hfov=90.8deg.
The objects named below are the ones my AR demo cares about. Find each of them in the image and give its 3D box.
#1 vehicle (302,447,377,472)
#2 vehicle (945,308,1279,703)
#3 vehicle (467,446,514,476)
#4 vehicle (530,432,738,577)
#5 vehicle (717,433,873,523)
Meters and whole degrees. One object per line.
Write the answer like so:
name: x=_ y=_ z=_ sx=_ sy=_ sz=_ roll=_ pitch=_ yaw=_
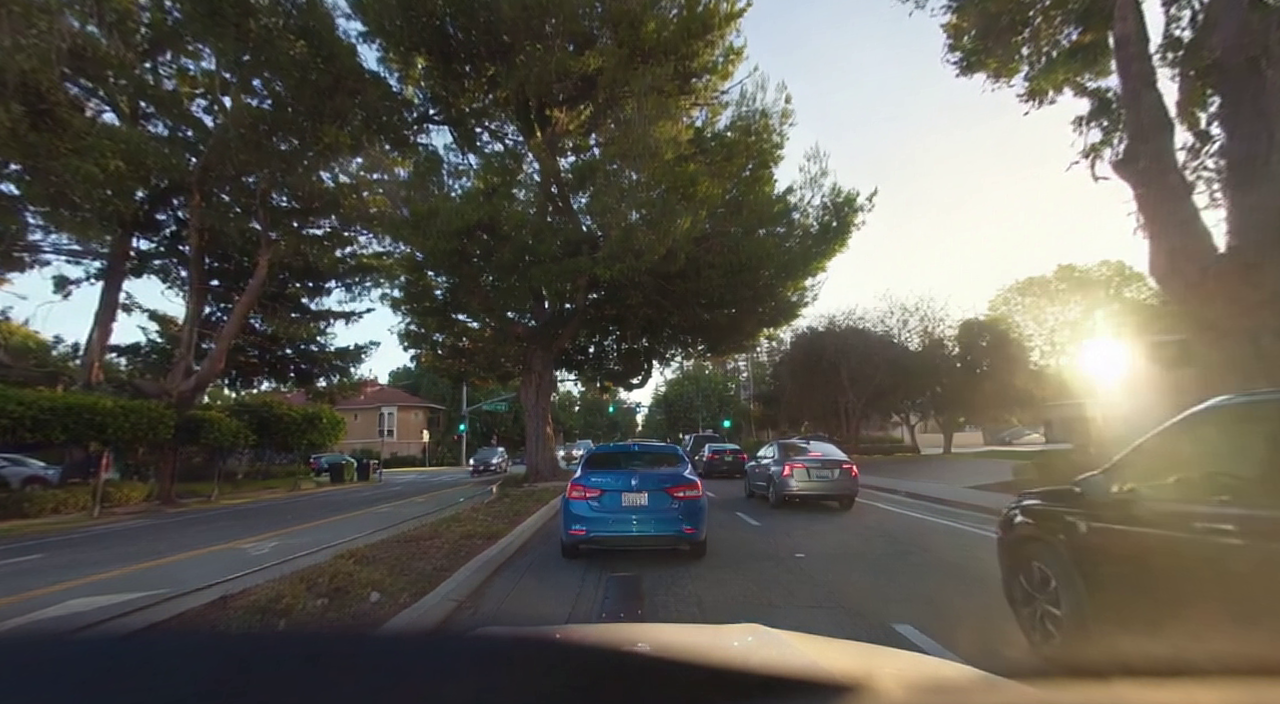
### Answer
vehicle: x=-19.862 y=7.098 z=41.864 sx=3.957 sy=1.630 sz=1.881 roll=0 pitch=-8 yaw=0
vehicle: x=3.375 y=0.765 z=2.602 sx=2.006 sy=1.766 sz=4.345 roll=0 pitch=-8 yaw=0
vehicle: x=-9.253 y=6.768 z=39.413 sx=1.996 sy=1.680 sz=4.203 roll=-2 pitch=-8 yaw=-2
vehicle: x=-0.108 y=1.913 z=8.782 sx=2.186 sy=1.500 sz=4.141 roll=0 pitch=-8 yaw=-1
vehicle: x=2.944 y=2.503 z=13.129 sx=1.971 sy=1.517 sz=4.521 roll=0 pitch=-8 yaw=-2
